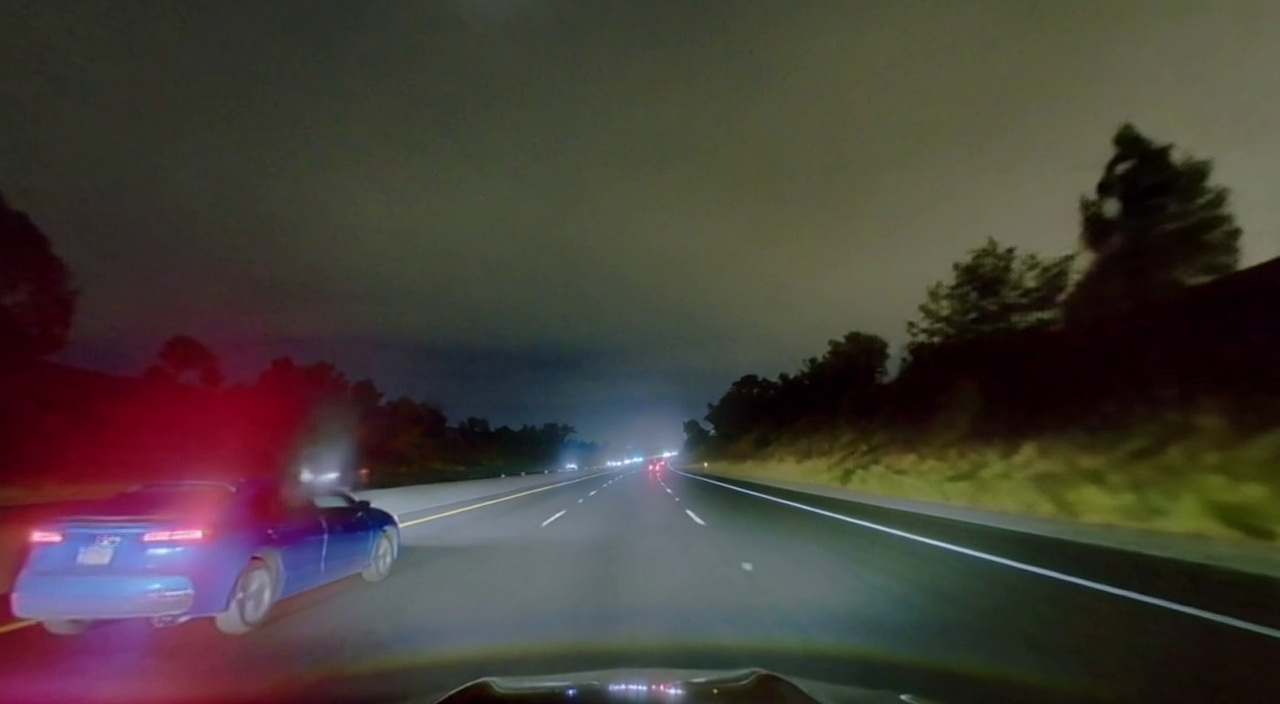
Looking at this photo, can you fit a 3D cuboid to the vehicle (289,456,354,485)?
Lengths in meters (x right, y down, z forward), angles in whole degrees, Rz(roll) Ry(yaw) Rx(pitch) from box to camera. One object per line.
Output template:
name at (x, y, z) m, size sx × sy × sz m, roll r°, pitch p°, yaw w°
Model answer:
vehicle at (-19.234, 7.188, 38.199) m, size 1.852 × 1.654 × 3.850 m, roll 1°, pitch -10°, yaw 0°
